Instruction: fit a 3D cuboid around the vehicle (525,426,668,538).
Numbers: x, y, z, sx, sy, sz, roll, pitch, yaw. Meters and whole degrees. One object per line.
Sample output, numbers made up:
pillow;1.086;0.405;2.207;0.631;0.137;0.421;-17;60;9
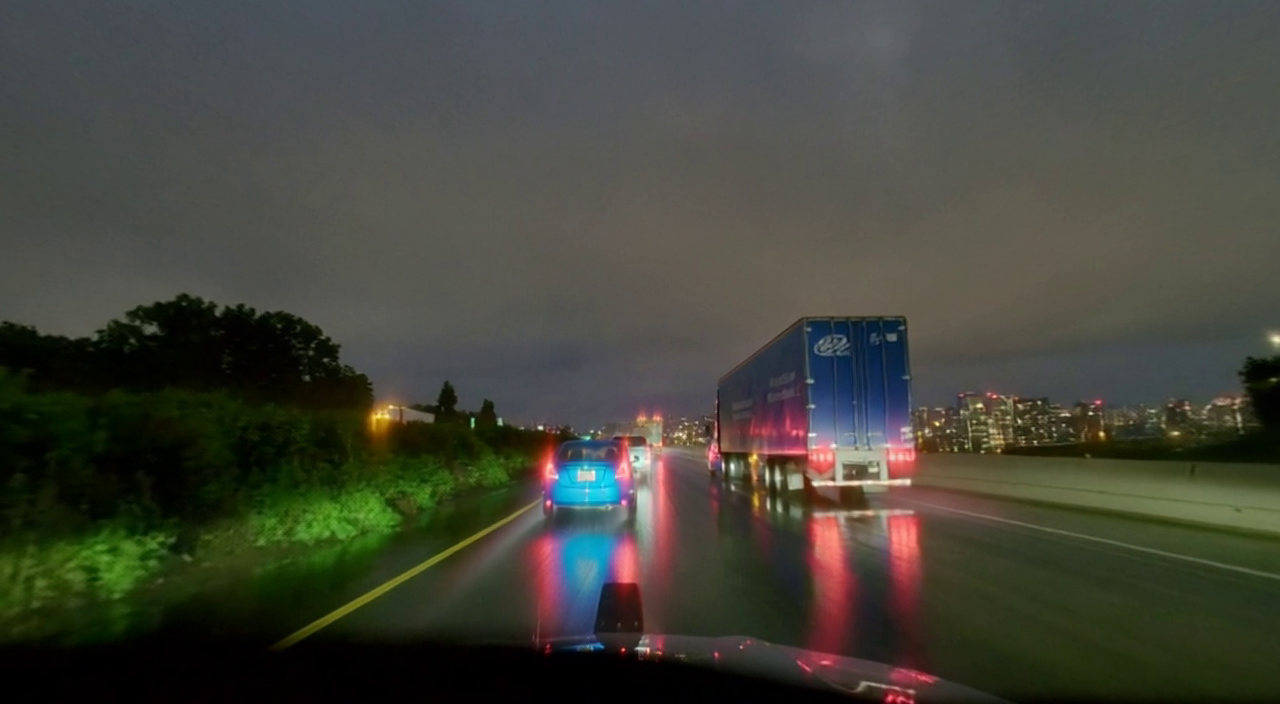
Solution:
vehicle;-0.628;2.146;10.902;2.038;1.582;3.729;0;-9;0

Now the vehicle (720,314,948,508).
vehicle;4.881;2.256;20.112;2.825;4.043;14.051;0;-9;0
